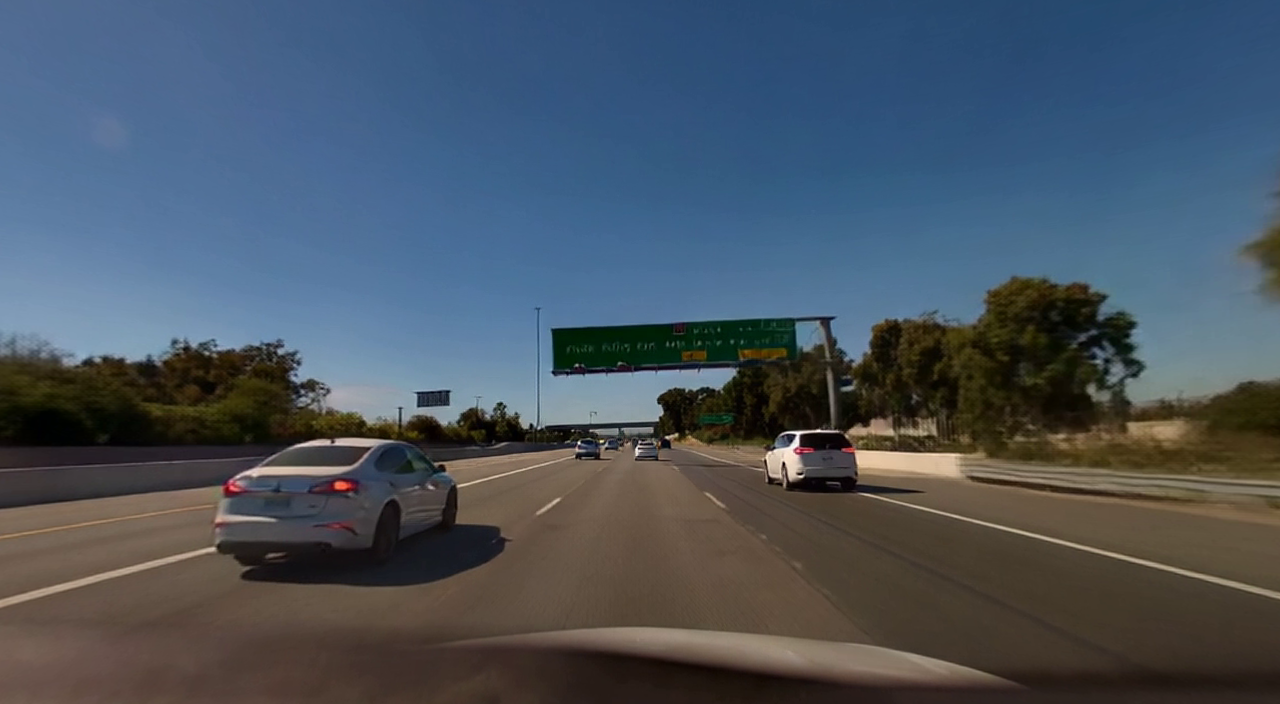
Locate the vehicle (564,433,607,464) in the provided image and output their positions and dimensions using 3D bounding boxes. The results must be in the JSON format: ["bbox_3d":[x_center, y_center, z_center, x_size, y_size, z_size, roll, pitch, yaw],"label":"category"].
[{"bbox_3d":[-3.090,5.610,36.544,2.044,1.682,4.201,-1,-8,2],"label":"vehicle"}]

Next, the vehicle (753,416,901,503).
[{"bbox_3d":[4.081,2.429,14.595,2.025,1.707,4.279,0,-8,-1],"label":"vehicle"}]

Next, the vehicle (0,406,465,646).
[{"bbox_3d":[-3.506,1.466,6.444,2.066,1.561,4.495,0,-8,1],"label":"vehicle"}]

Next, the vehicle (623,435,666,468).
[{"bbox_3d":[0.240,4.982,31.706,2.049,1.542,3.816,0,-8,1],"label":"vehicle"}]
